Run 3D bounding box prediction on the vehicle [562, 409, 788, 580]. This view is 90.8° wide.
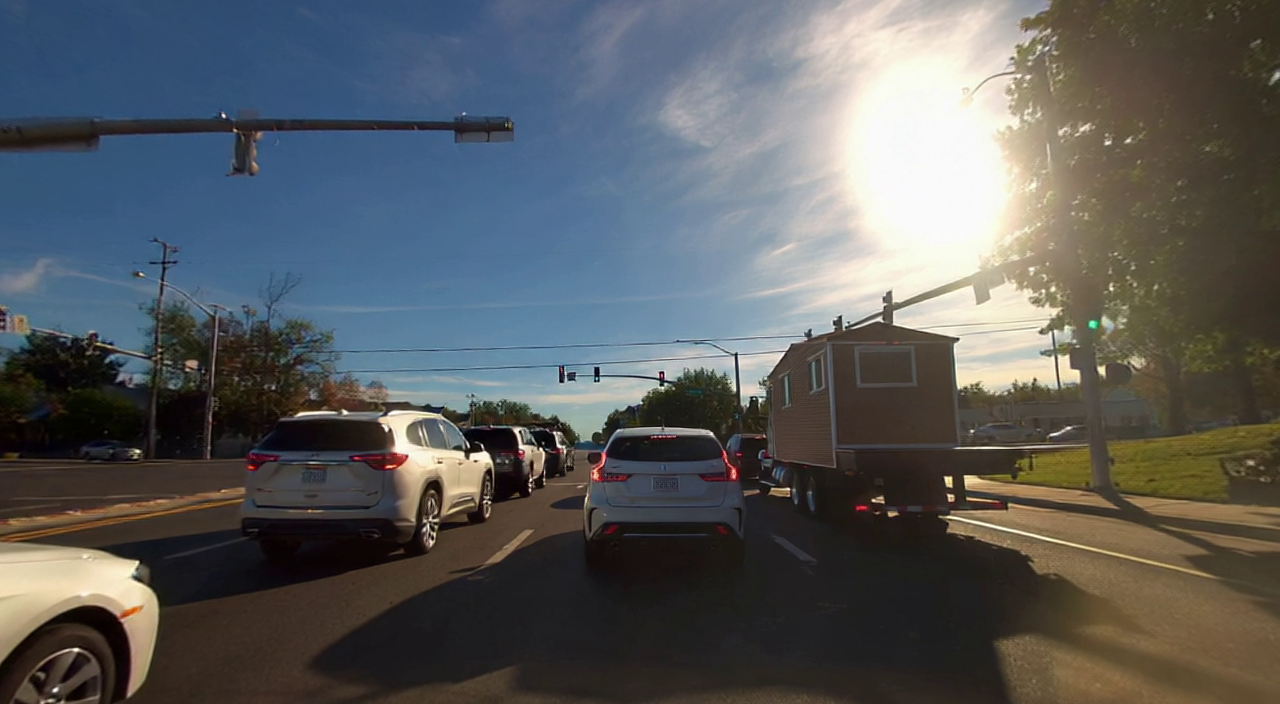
[{"bbox_3d":[0.348,1.702,8.313,2.189,1.649,4.171,0,-9,0],"label":"vehicle"}]

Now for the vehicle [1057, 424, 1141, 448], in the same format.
[{"bbox_3d":[33.183,6.137,45.877,4.671,1.595,1.824,-5,-10,31],"label":"vehicle"}]

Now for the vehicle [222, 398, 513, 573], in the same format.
[{"bbox_3d":[-3.283,1.718,8.846,2.085,1.812,4.388,0,-9,0],"label":"vehicle"}]

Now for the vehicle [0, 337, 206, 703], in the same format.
[{"bbox_3d":[-3.438,0.674,1.472,1.952,1.730,4.116,0,-9,-1],"label":"vehicle"}]

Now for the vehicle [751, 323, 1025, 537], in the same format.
[{"bbox_3d":[3.675,1.403,11.002,2.531,2.750,5.595,0,-9,1],"label":"vehicle"}]
